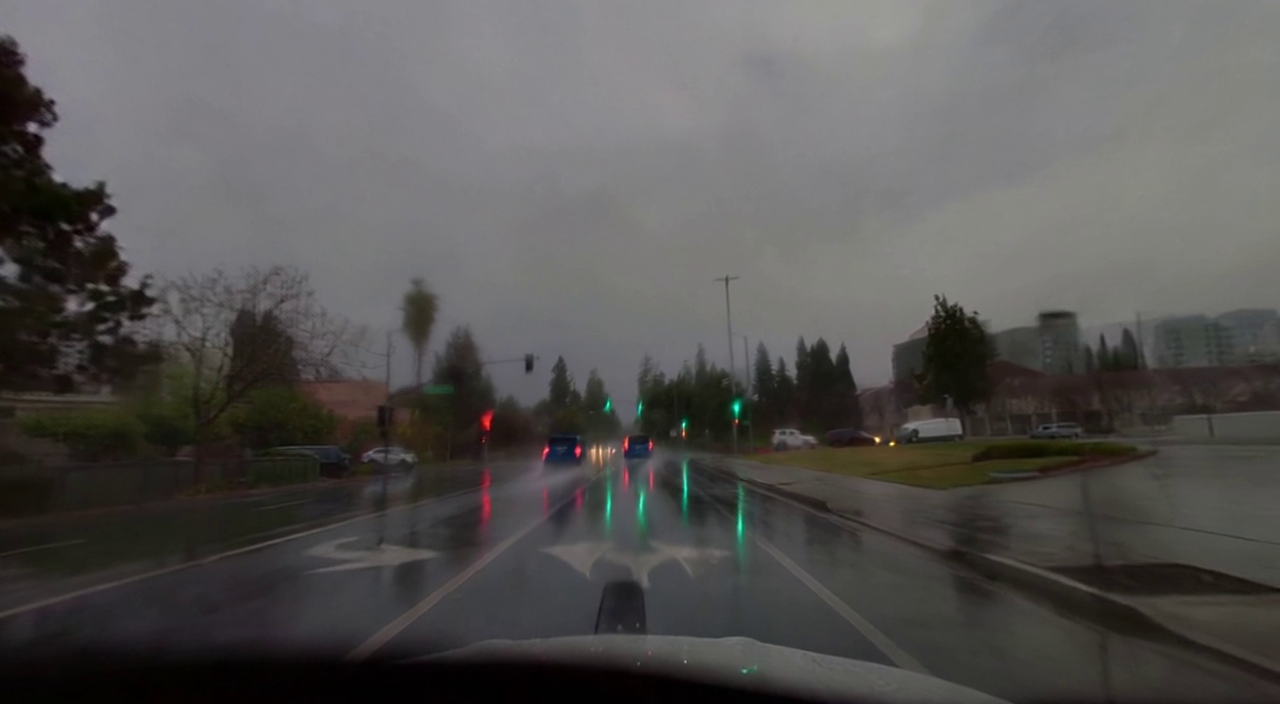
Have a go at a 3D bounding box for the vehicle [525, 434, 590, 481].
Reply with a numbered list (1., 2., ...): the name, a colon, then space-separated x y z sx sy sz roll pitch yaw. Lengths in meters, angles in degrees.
1. vehicle: -3.253 4.268 25.913 2.097 1.755 4.336 0 -8 0

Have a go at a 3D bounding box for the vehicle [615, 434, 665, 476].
1. vehicle: -0.056 4.653 28.913 2.088 1.735 4.801 0 -8 -1
